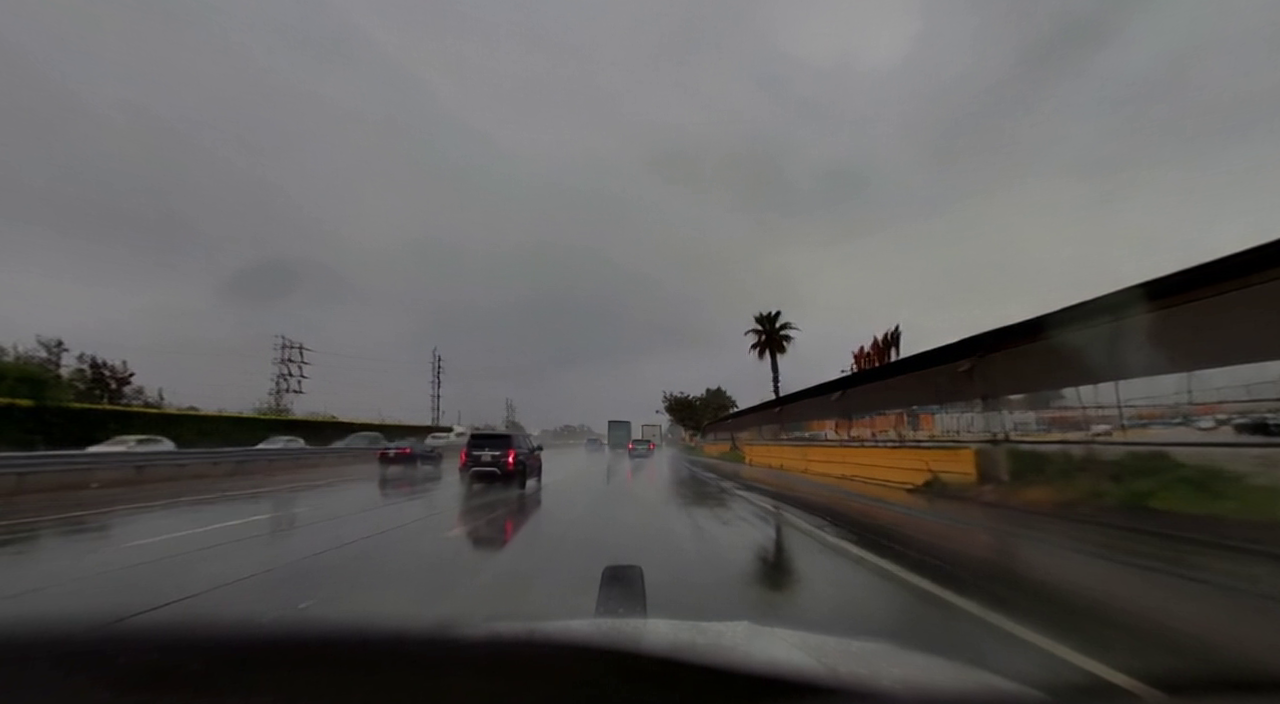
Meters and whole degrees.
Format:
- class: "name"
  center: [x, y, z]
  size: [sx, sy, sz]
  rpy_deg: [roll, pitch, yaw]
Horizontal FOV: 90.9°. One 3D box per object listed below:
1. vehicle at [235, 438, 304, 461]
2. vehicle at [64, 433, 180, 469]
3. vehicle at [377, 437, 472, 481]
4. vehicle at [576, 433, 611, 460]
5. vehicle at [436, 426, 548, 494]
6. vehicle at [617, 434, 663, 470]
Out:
- class: "vehicle"
  center: [-25.042, 6.622, 42.855]
  size: [1.821, 1.458, 4.476]
  rpy_deg: [-1, -8, 2]
- class: "vehicle"
  center: [-25.982, 4.972, 31.891]
  size: [1.796, 1.659, 4.575]
  rpy_deg: [-1, -8, 3]
- class: "vehicle"
  center: [-7.955, 3.988, 23.746]
  size: [1.949, 1.476, 4.410]
  rpy_deg: [0, -8, 1]
- class: "vehicle"
  center: [-3.564, 7.323, 48.966]
  size: [2.203, 1.958, 4.848]
  rpy_deg: [-1, -8, 2]
- class: "vehicle"
  center: [-4.197, 3.155, 18.777]
  size: [2.108, 1.740, 4.549]
  rpy_deg: [-1, -8, 1]
- class: "vehicle"
  center: [0.048, 5.025, 31.770]
  size: [2.136, 1.678, 4.052]
  rpy_deg: [-1, -8, 1]
